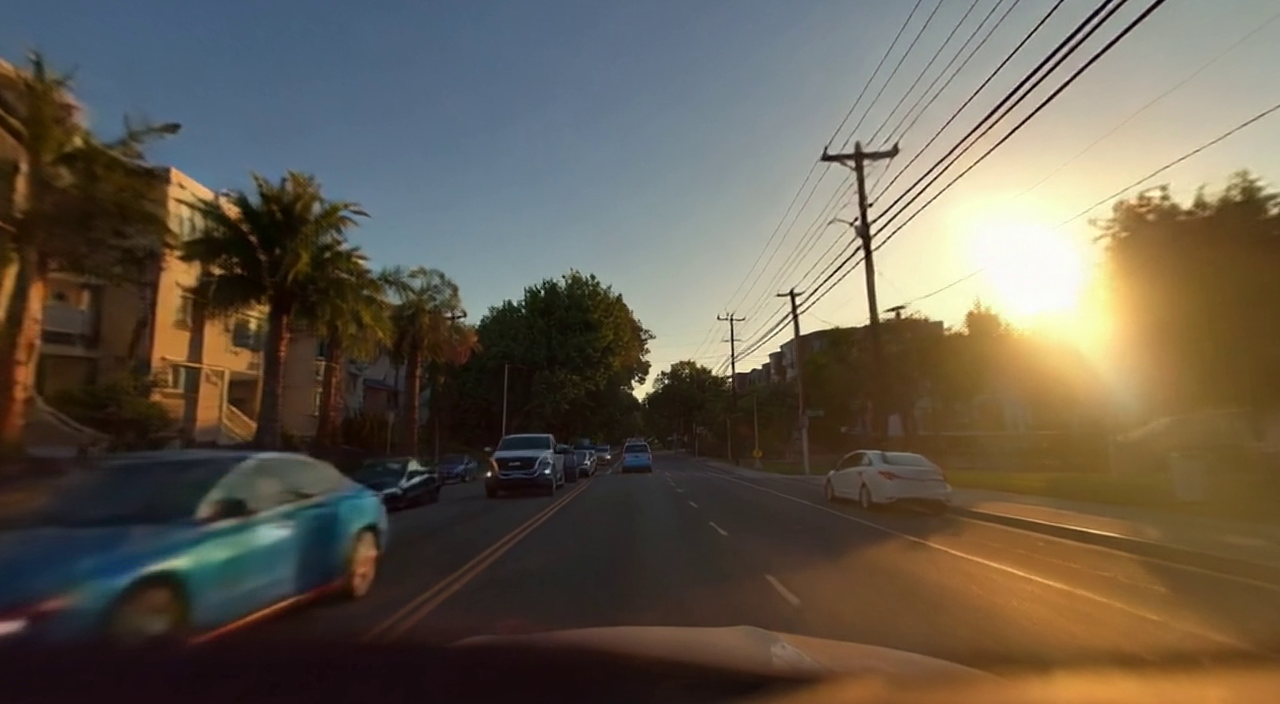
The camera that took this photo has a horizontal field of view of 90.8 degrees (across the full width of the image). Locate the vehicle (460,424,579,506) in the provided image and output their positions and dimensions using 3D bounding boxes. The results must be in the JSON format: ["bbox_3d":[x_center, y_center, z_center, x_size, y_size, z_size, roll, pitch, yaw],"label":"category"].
[{"bbox_3d":[-2.996,2.959,16.964,2.178,1.861,4.920,0,-8,0],"label":"vehicle"}]

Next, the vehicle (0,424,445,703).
[{"bbox_3d":[-3.296,1.375,4.849,2.057,1.476,4.593,0,-8,1],"label":"vehicle"}]

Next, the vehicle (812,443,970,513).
[{"bbox_3d":[6.083,3.084,16.066,1.943,1.490,4.783,0,-8,-2],"label":"vehicle"}]

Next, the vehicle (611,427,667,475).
[{"bbox_3d":[-0.009,4.494,28.489,2.308,1.940,4.125,-1,-10,1],"label":"vehicle"}]
